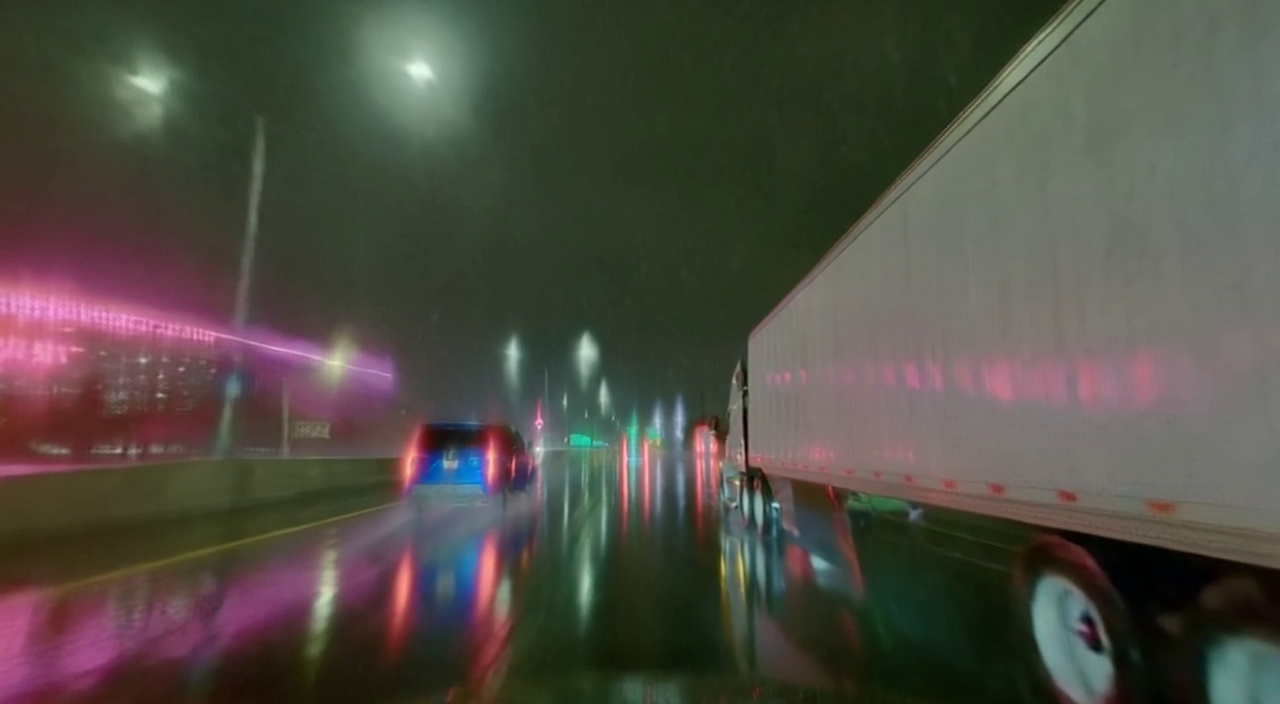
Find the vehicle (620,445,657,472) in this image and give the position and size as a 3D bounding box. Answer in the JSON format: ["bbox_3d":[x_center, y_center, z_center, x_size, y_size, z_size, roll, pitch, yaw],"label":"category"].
[{"bbox_3d":[-0.097,5.831,34.804,1.929,1.395,3.999,0,-8,0],"label":"vehicle"}]

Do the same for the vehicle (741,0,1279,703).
[{"bbox_3d":[3.353,0.502,5.549,2.934,3.325,10.986,0,-9,-1],"label":"vehicle"}]

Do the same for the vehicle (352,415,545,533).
[{"bbox_3d":[-3.308,2.237,12.172,2.229,1.806,4.698,0,-9,0],"label":"vehicle"}]
